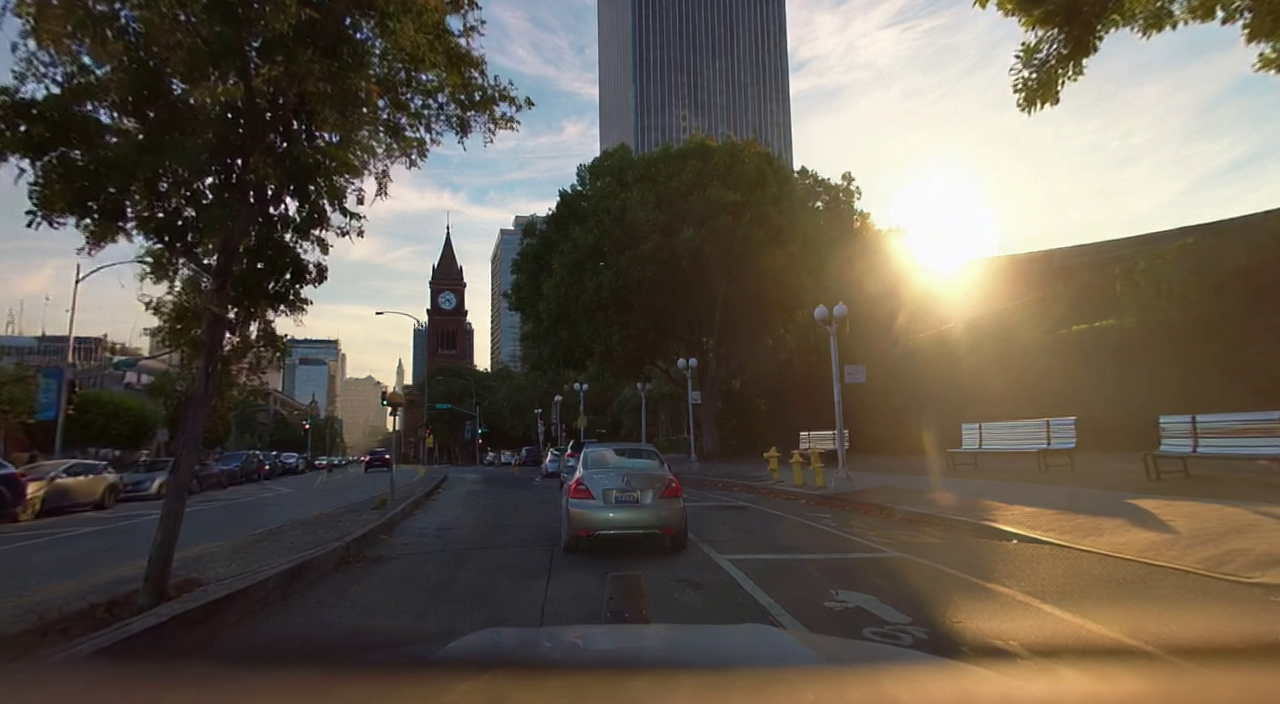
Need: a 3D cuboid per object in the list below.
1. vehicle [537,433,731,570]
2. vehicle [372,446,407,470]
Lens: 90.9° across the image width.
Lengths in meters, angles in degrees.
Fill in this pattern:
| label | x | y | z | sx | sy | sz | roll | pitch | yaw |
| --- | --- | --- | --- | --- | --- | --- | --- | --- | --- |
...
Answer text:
| label | x | y | z | sx | sy | sz | roll | pitch | yaw |
| --- | --- | --- | --- | --- | --- | --- | --- | --- | --- |
| vehicle | -0.251 | 1.939 | 9.017 | 2.142 | 1.475 | 4.051 | 1 | -8 | -6 |
| vehicle | -19.151 | 8.100 | 48.295 | 2.179 | 1.698 | 4.549 | 3 | -9 | -19 |
